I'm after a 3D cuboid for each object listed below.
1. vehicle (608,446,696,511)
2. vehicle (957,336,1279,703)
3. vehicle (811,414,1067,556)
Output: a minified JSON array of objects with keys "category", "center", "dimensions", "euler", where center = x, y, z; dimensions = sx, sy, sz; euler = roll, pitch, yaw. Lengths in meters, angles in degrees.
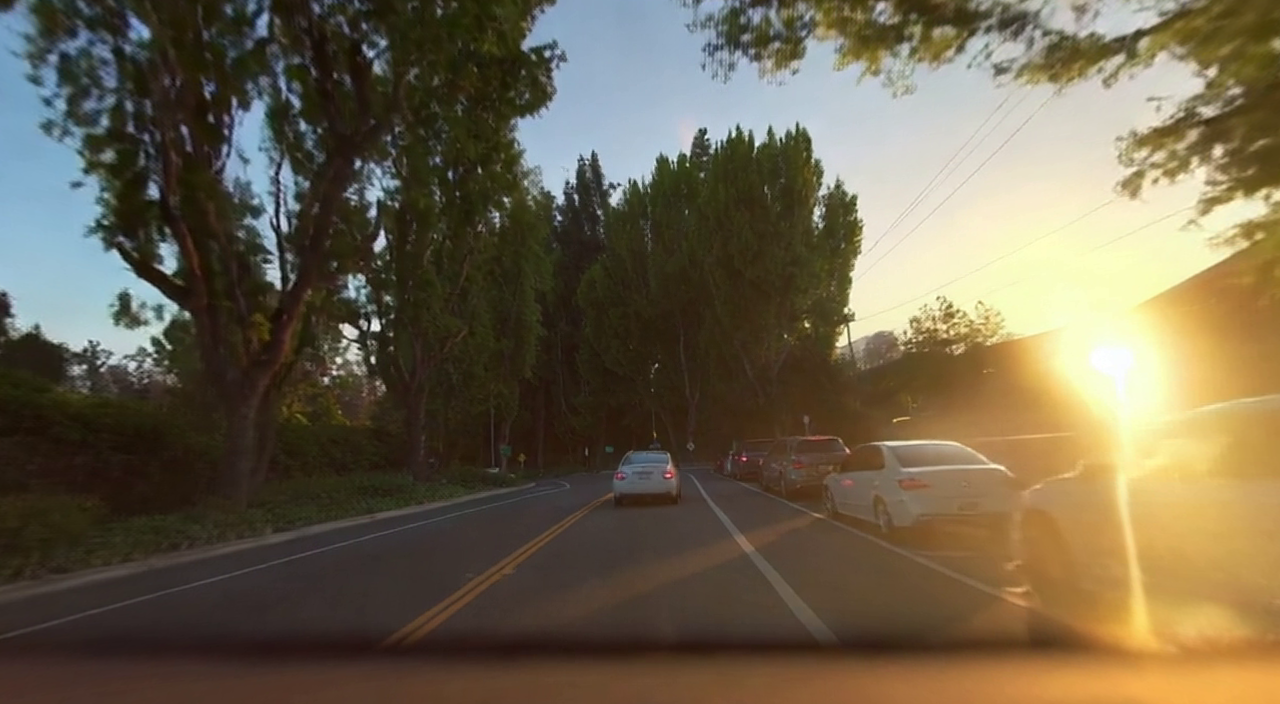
[{"category":"vehicle","center":[0.335,3.317,17.043],"dimensions":[2.078,1.521,4.058],"euler":[0,-9,2]},{"category":"vehicle","center":[3.932,0.915,3.337],"dimensions":[2.066,1.804,4.751],"euler":[0,-9,1]},{"category":"vehicle","center":[4.337,2.007,10.163],"dimensions":[1.969,1.738,4.515],"euler":[0,-9,1]}]
